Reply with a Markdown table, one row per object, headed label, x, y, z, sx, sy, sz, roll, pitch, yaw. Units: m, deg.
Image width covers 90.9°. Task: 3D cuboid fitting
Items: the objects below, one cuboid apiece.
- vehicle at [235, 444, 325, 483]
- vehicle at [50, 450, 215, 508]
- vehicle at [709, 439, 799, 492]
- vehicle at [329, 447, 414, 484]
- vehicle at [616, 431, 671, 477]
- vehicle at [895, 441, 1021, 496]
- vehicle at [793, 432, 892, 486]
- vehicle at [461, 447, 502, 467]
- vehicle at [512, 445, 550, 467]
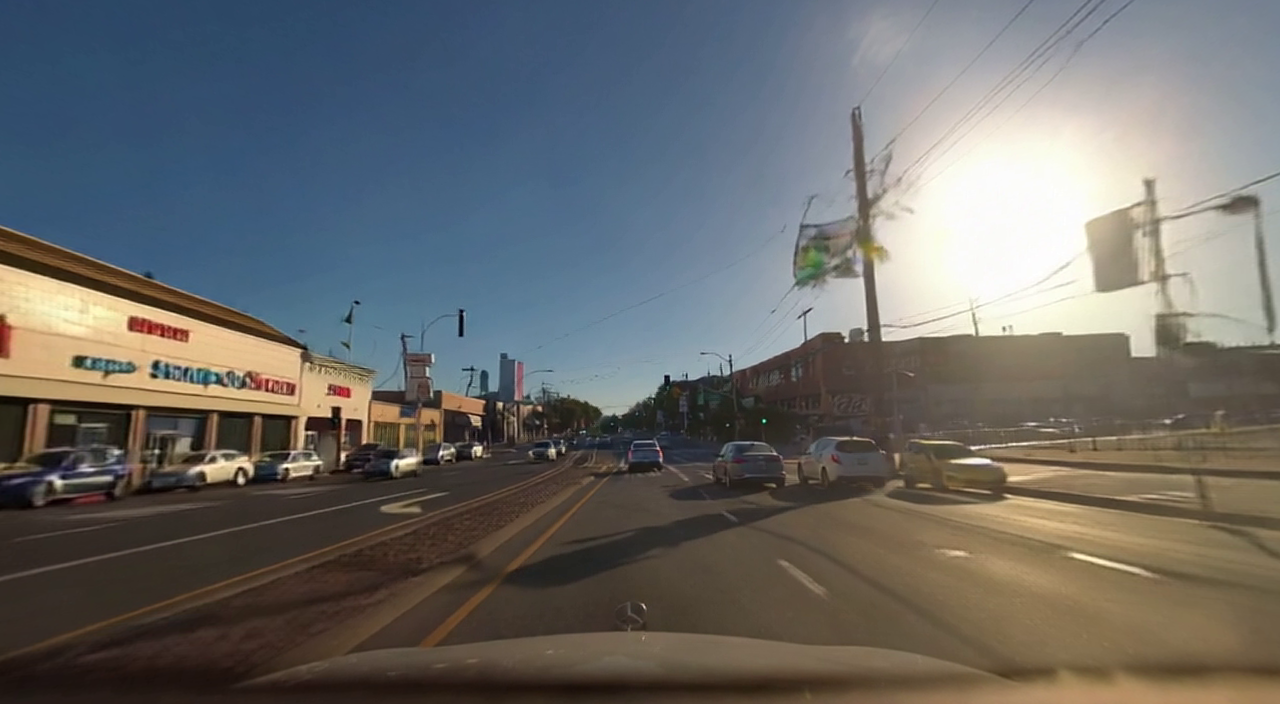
| label | x | y | z | sx | sy | sz | roll | pitch | yaw |
| --- | --- | --- | --- | --- | --- | --- | --- | --- | --- |
| vehicle | -18.905 | 5.988 | 33.432 | 2.062 | 1.634 | 4.535 | -2 | -15 | 0 |
| vehicle | -15.614 | 3.878 | 19.743 | 1.798 | 1.541 | 4.002 | 0 | -8 | 0 |
| vehicle | 3.489 | 3.549 | 20.212 | 1.963 | 1.484 | 4.609 | 0 | -8 | -1 |
| vehicle | -12.082 | 5.112 | 28.694 | 2.087 | 1.499 | 3.939 | 0 | -8 | 0 |
| vehicle | 0.164 | 4.456 | 27.764 | 2.210 | 1.861 | 4.280 | 0 | -8 | 0 |
| vehicle | 10.377 | 3.788 | 21.068 | 1.845 | 1.454 | 4.620 | 0 | -6 | 0 |
| vehicle | 7.152 | 3.821 | 22.788 | 2.040 | 1.738 | 4.414 | 0 | -8 | -1 |
| vehicle | -12.406 | 8.185 | 49.594 | 1.887 | 1.453 | 4.696 | 0 | -8 | 1 |
| vehicle | -7.974 | 7.581 | 46.375 | 2.102 | 1.496 | 4.465 | 0 | -8 | -1 |
